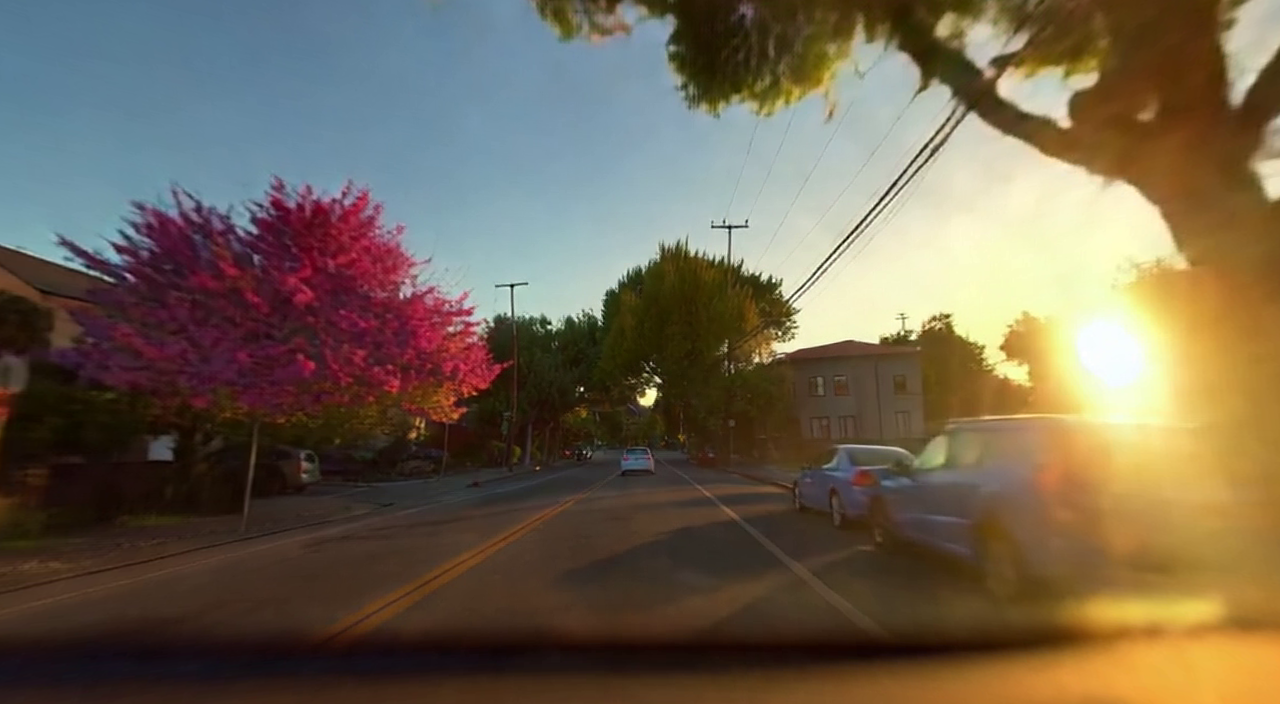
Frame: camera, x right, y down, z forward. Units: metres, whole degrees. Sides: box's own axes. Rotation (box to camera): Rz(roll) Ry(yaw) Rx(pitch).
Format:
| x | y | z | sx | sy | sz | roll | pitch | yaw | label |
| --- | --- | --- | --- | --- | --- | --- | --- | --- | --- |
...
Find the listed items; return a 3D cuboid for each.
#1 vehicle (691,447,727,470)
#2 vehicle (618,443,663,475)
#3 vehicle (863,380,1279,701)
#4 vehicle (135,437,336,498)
| x | y | z | sx | sy | sz | roll | pitch | yaw | label |
| --- | --- | --- | --- | --- | --- | --- | --- | --- | --- |
| 4.840 | 7.523 | 44.744 | 1.977 | 1.481 | 5.155 | 0 | -8 | 0 | vehicle |
| 0.053 | 5.293 | 31.338 | 2.104 | 1.500 | 3.815 | 0 | -8 | 0 | vehicle |
| 4.122 | 1.446 | 6.185 | 2.100 | 1.830 | 5.040 | 0 | -8 | 1 | vehicle |
| -15.509 | 4.476 | 24.436 | 6.278 | 1.911 | 2.173 | -3 | -10 | -1 | vehicle |
